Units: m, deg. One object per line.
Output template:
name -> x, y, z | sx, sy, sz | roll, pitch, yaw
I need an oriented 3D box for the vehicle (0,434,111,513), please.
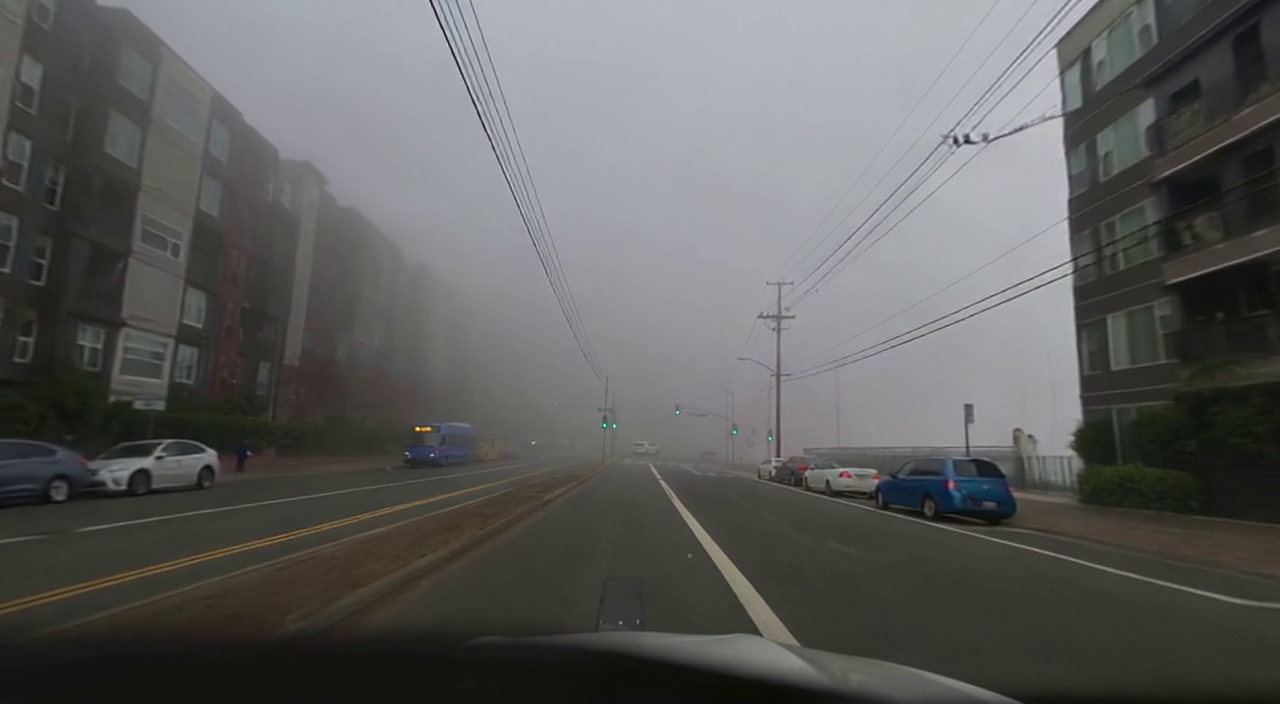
vehicle -> -14.525, 2.585, 13.482 | 2.124, 1.626, 4.908 | 0, -8, 1

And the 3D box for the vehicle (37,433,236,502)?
vehicle -> -14.594, 3.338, 18.816 | 2.107, 1.771, 4.871 | 0, -8, -4

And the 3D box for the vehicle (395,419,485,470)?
vehicle -> -14.296, 6.790, 46.406 | 3.060, 3.307, 9.997 | 0, -8, 2

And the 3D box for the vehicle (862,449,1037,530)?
vehicle -> 7.728, 3.420, 16.449 | 2.143, 1.731, 4.781 | 0, -8, 0

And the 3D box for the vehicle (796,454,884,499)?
vehicle -> 7.768, 4.863, 25.066 | 1.997, 1.517, 4.755 | 0, -8, 1
